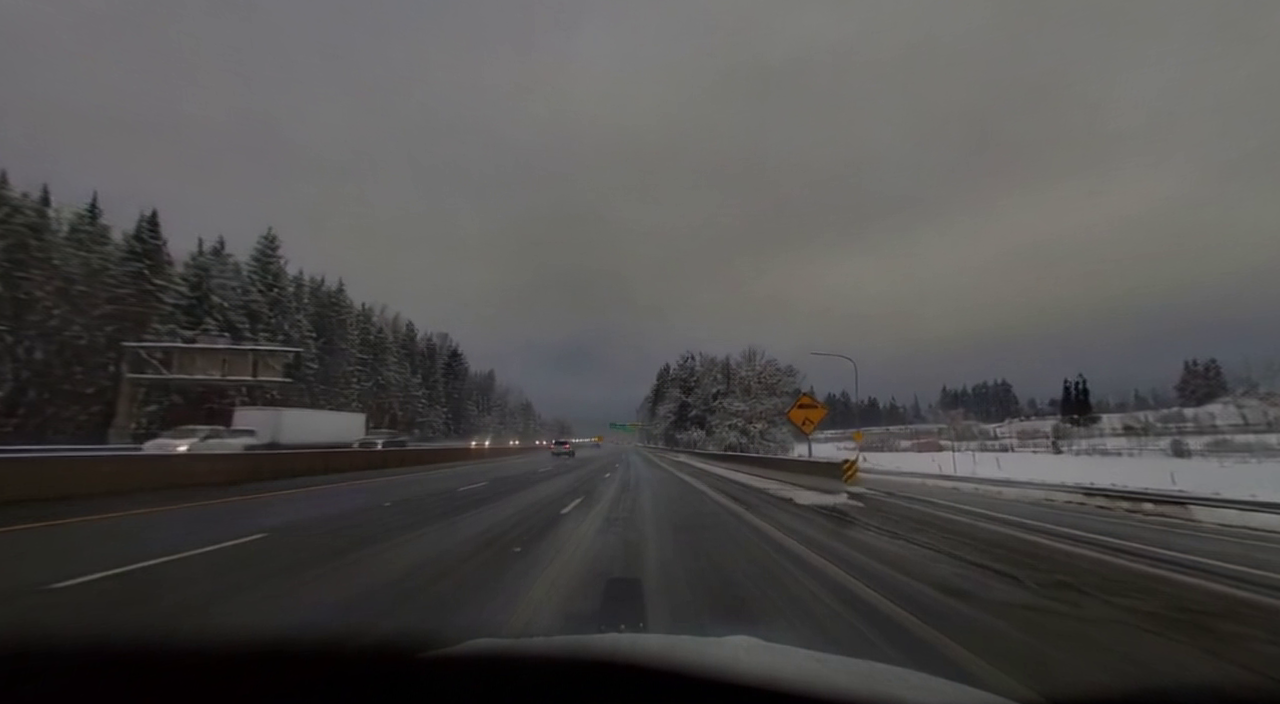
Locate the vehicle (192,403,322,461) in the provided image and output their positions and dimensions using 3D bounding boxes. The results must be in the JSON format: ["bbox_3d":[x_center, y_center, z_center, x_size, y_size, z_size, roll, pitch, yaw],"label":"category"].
[{"bbox_3d":[-21.394,4.609,35.803,3.018,2.997,6.642,0,-8,1],"label":"vehicle"}]

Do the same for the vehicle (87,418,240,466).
[{"bbox_3d":[-21.423,4.122,28.839,2.284,1.976,5.973,0,-8,0],"label":"vehicle"}]

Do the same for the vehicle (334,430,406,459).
[{"bbox_3d":[-17.294,5.985,40.752,2.129,1.697,5.626,0,-8,0],"label":"vehicle"}]
